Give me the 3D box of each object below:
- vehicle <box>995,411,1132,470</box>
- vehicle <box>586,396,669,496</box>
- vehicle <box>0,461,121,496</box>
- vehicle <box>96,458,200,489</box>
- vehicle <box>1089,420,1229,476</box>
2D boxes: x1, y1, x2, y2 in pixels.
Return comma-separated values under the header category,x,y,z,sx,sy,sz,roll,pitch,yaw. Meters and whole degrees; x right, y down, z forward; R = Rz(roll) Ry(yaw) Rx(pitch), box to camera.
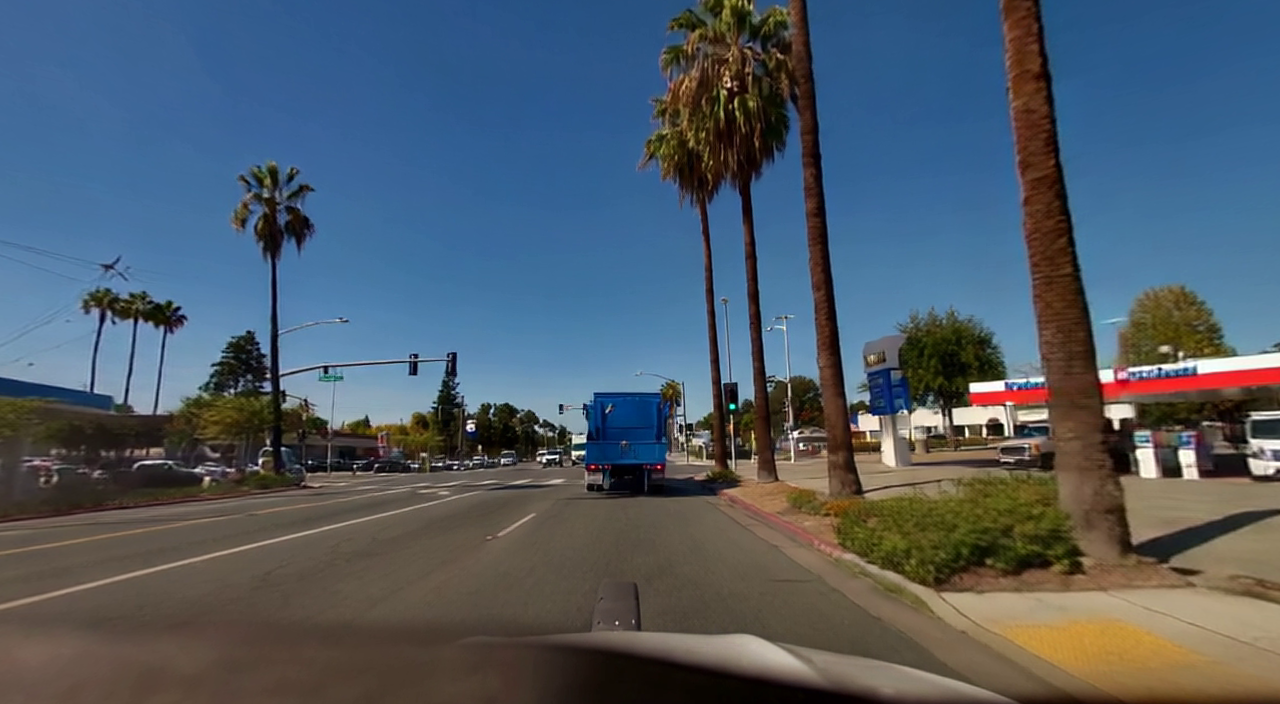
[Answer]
category,x,y,z,sx,sy,sz,roll,pitch,yaw
vehicle,15.837,3.308,23.559,5.078,1.937,2.326,5,-10,-34
vehicle,-0.288,3.242,21.942,2.463,2.954,5.938,0,-8,1
vehicle,-27.933,5.985,30.097,4.493,1.453,1.912,4,-9,-27
vehicle,-28.016,6.922,36.169,4.303,1.567,2.021,5,-10,-29
vehicle,15.190,2.786,18.446,4.105,1.433,1.931,6,-10,-34
